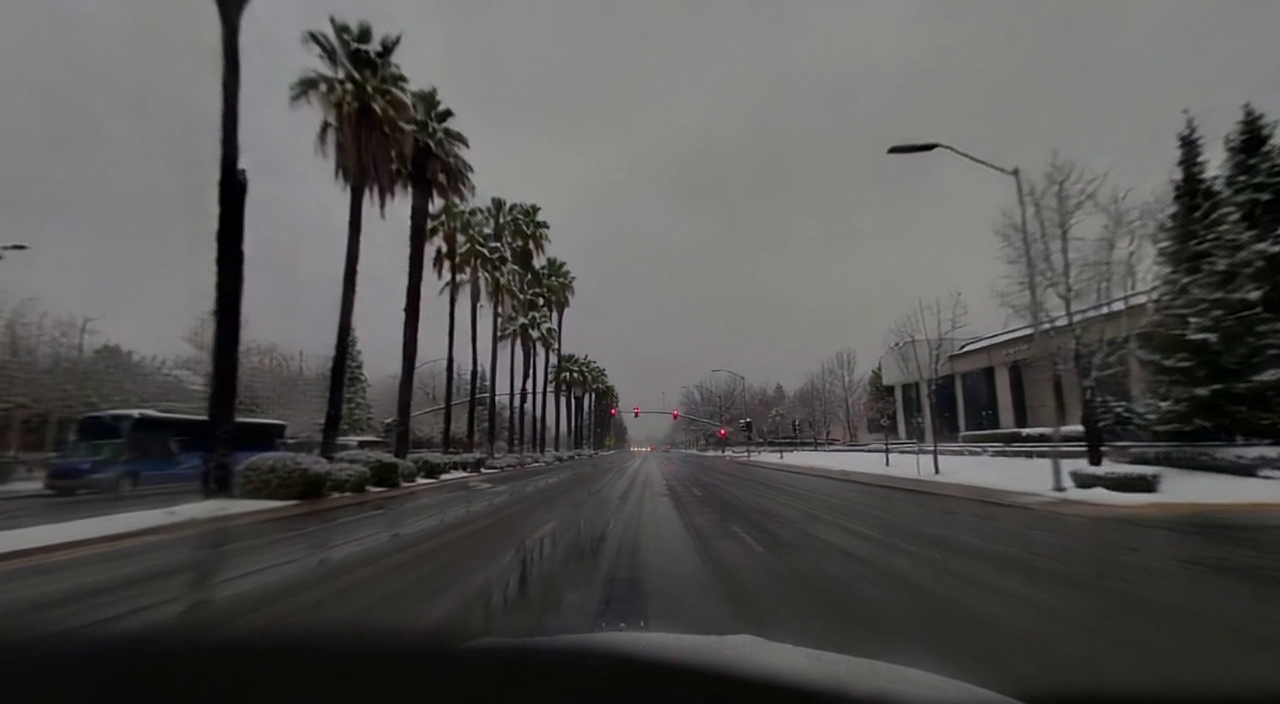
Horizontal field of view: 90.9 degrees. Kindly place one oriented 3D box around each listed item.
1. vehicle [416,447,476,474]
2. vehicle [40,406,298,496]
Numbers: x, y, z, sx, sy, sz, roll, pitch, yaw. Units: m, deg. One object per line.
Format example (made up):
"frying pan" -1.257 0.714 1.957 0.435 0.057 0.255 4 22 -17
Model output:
"vehicle" -11.497 6.446 37.718 1.968 1.486 4.707 0 -8 2
"vehicle" -21.423 4.707 30.432 3.013 3.417 12.442 0 -8 -1
